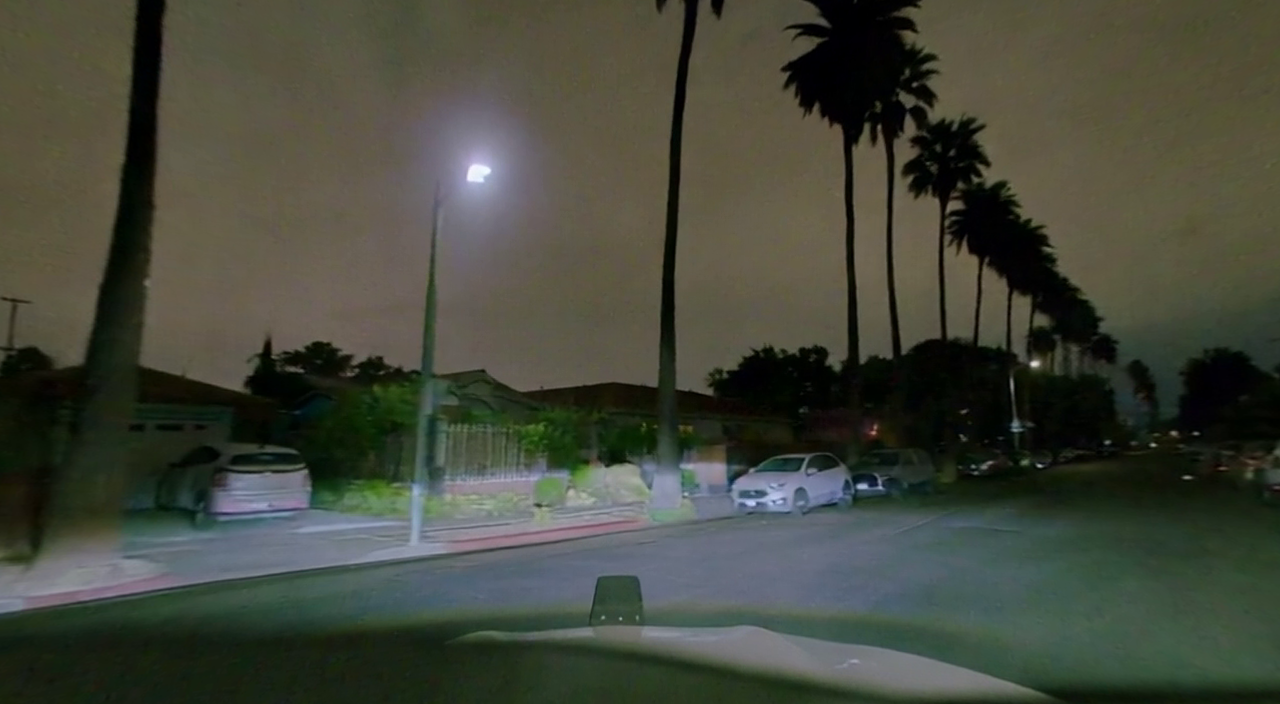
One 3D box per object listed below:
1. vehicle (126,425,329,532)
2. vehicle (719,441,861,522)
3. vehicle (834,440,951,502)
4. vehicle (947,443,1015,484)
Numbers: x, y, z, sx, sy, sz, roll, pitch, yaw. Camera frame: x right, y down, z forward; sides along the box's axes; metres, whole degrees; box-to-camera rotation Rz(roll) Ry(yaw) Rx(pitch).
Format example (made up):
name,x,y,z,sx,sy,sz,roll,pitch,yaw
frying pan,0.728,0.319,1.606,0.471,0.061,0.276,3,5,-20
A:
name,x,y,z,sx,sy,sz,roll,pitch,yaw
vehicle,-7.863,2.275,11.927,4.057,1.630,2.134,-8,-11,42
vehicle,3.755,3.048,15.449,1.816,1.697,3.777,-7,-11,39
vehicle,8.669,3.918,21.391,2.020,1.819,5.168,-8,-11,40
vehicle,16.658,5.393,30.765,1.947,1.803,4.381,-8,-12,38
